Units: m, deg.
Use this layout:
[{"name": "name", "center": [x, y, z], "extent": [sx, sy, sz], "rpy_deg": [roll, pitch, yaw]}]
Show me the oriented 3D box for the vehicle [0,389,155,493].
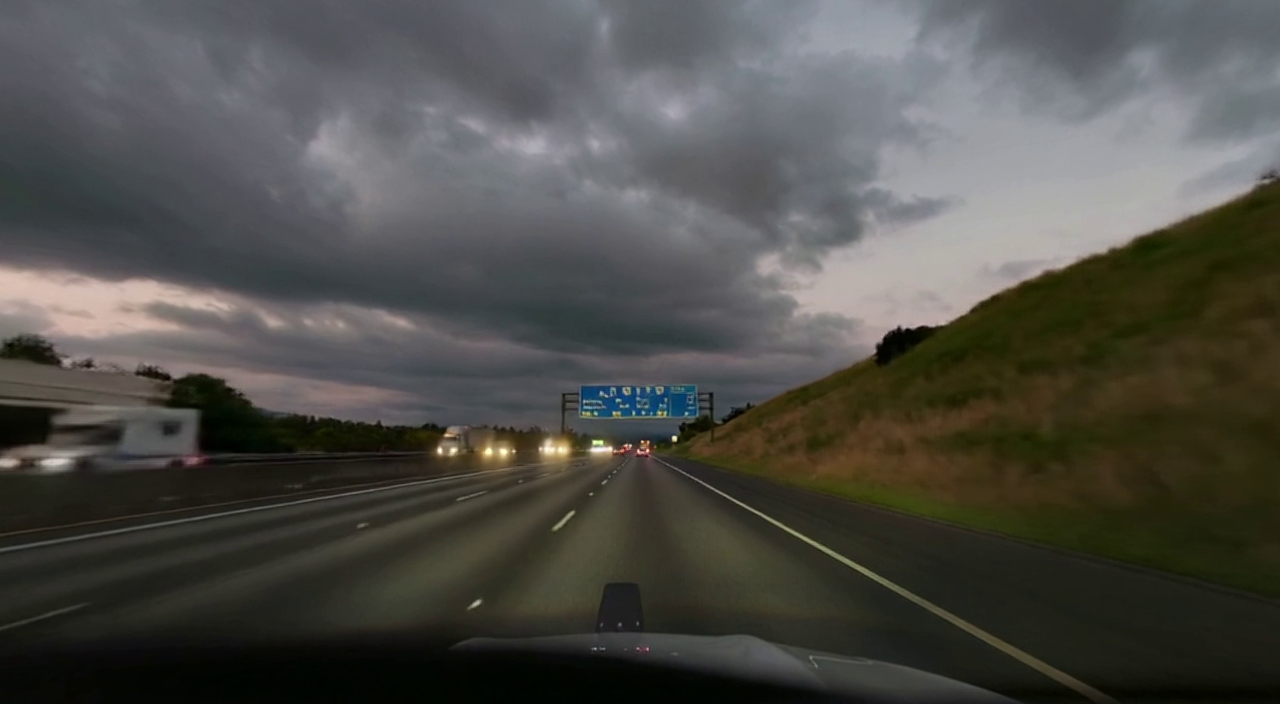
[{"name": "vehicle", "center": [-18.197, 2.643, 18.451], "extent": [2.450, 2.732, 6.851], "rpy_deg": [0, -9, 0]}]
